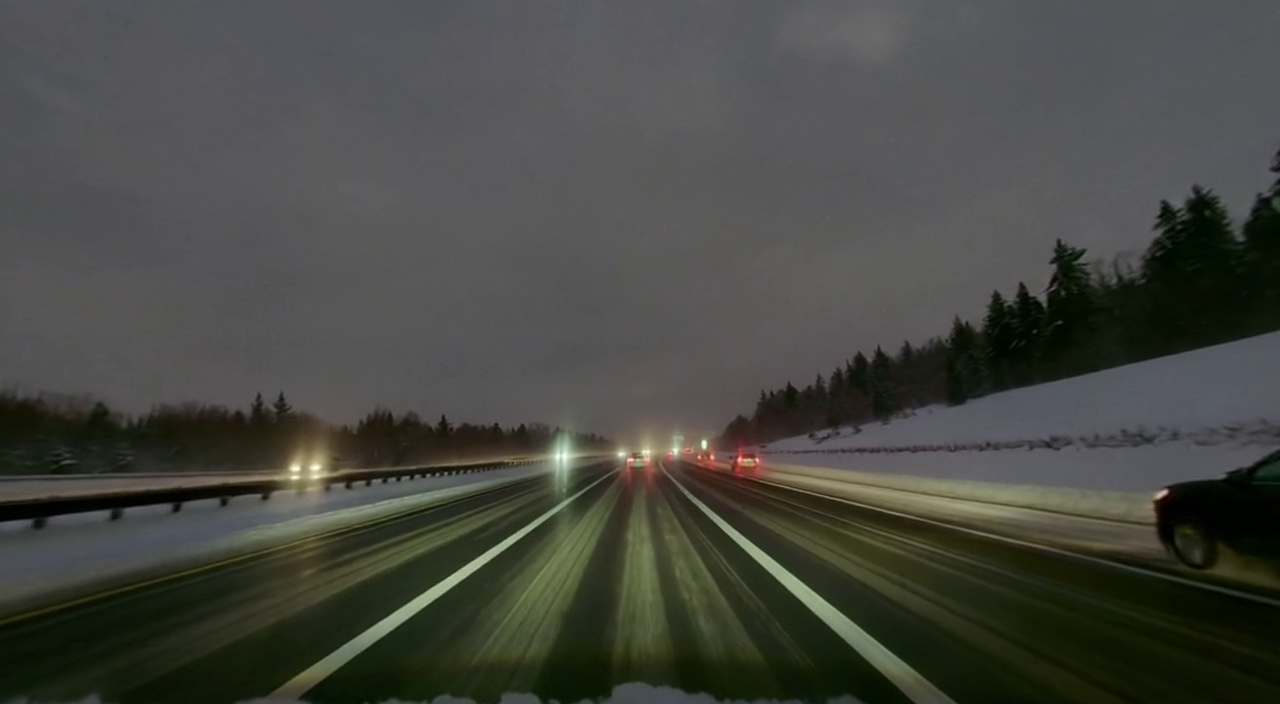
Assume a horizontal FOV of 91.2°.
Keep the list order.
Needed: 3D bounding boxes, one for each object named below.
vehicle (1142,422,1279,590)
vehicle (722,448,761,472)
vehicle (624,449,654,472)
[{"bbox_3d":[6.924,1.293,4.993,2.008,1.533,4.592,0,-9,0],"label":"vehicle"},{"bbox_3d":[6.718,7.182,41.838,1.941,1.485,3.701,0,-9,-1],"label":"vehicle"},{"bbox_3d":[-0.054,7.706,44.791,2.025,1.526,4.181,0,-9,0],"label":"vehicle"}]
